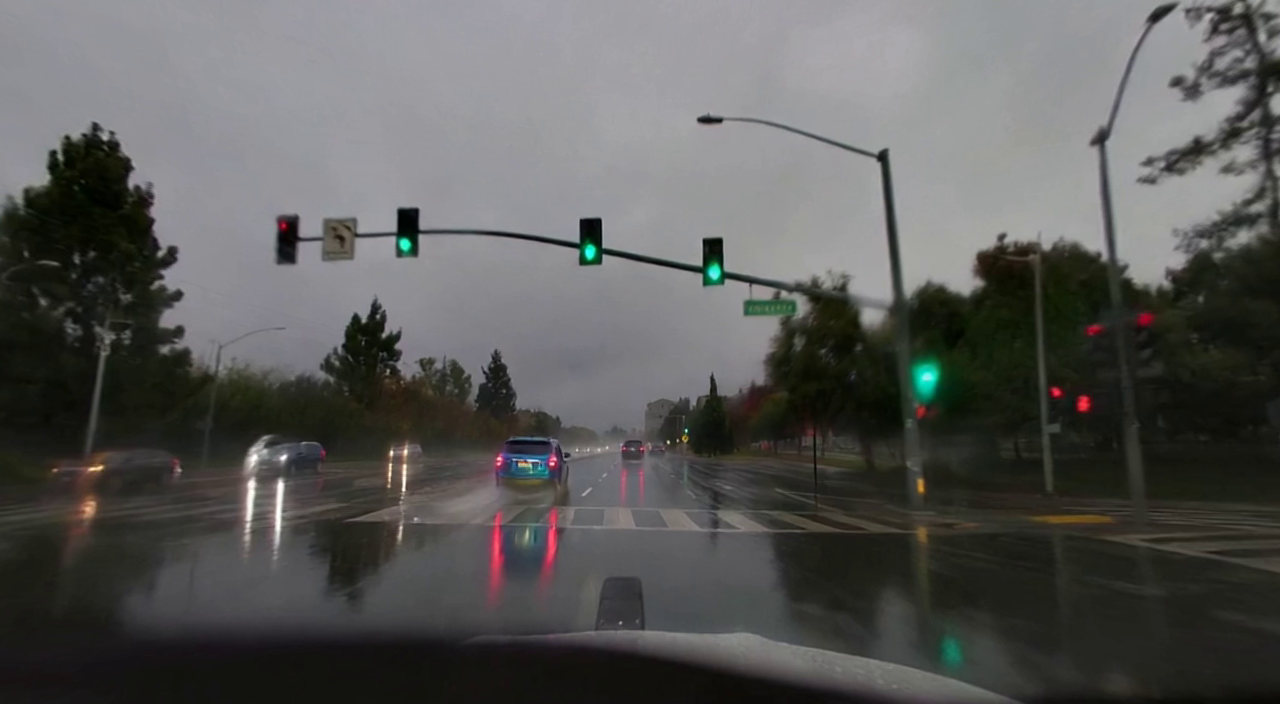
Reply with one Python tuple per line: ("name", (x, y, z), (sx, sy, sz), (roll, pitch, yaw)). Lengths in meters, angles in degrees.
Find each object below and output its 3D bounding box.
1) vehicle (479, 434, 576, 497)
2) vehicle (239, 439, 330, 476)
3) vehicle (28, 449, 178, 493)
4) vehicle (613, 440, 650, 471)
("vehicle", (-3.333, 3.472, 19.648), (2.174, 1.703, 4.231), (0, -9, 1))
("vehicle", (-19.571, 5.806, 35.089), (2.090, 1.868, 4.941), (0, -9, 0))
("vehicle", (-19.805, 4.370, 23.610), (1.741, 1.434, 4.383), (0, -9, 0))
("vehicle", (-0.522, 6.254, 38.284), (2.077, 1.773, 4.257), (0, -9, -1))
